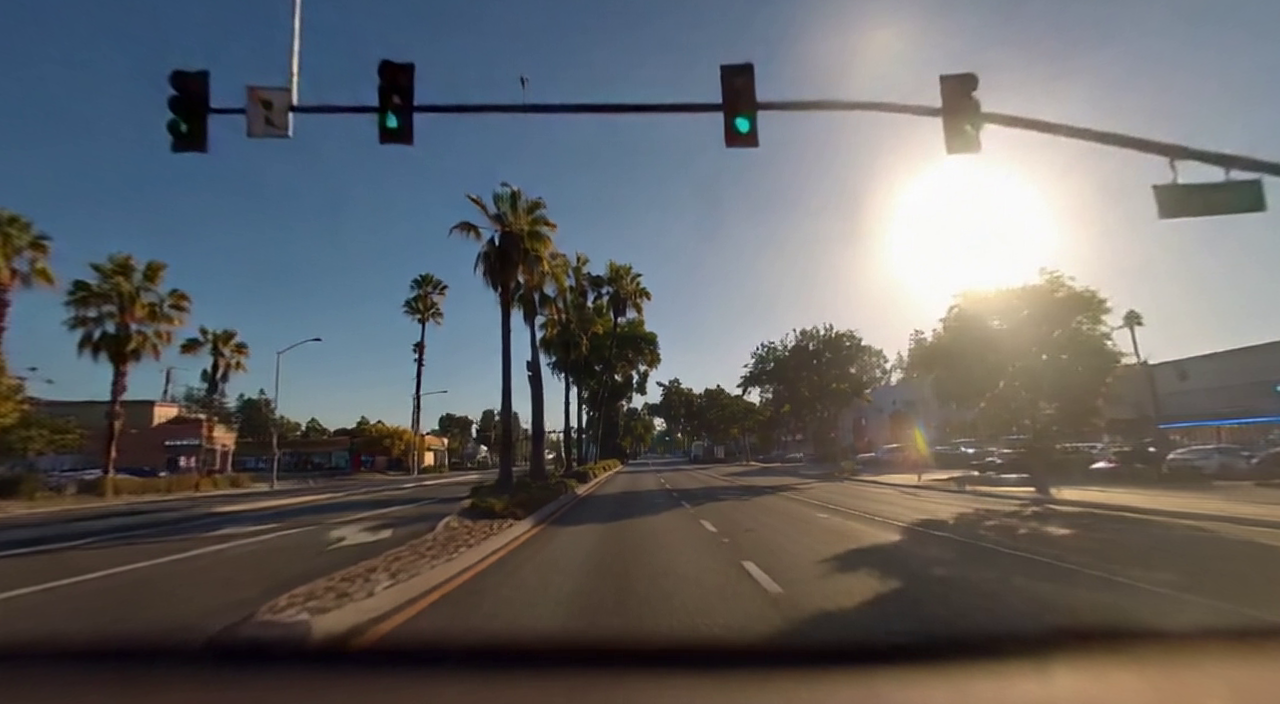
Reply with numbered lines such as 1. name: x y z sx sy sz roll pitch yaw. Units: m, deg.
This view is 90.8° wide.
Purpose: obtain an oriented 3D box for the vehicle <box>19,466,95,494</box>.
1. vehicle: -37.176 8.145 40.251 4.301 1.605 1.898 -4 -10 25

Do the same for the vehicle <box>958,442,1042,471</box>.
1. vehicle: 20.349 5.912 35.780 3.576 1.443 1.822 -2 -8 -2

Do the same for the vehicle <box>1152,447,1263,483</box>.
1. vehicle: 22.599 4.490 25.199 3.280 1.344 1.518 2 -9 -12
